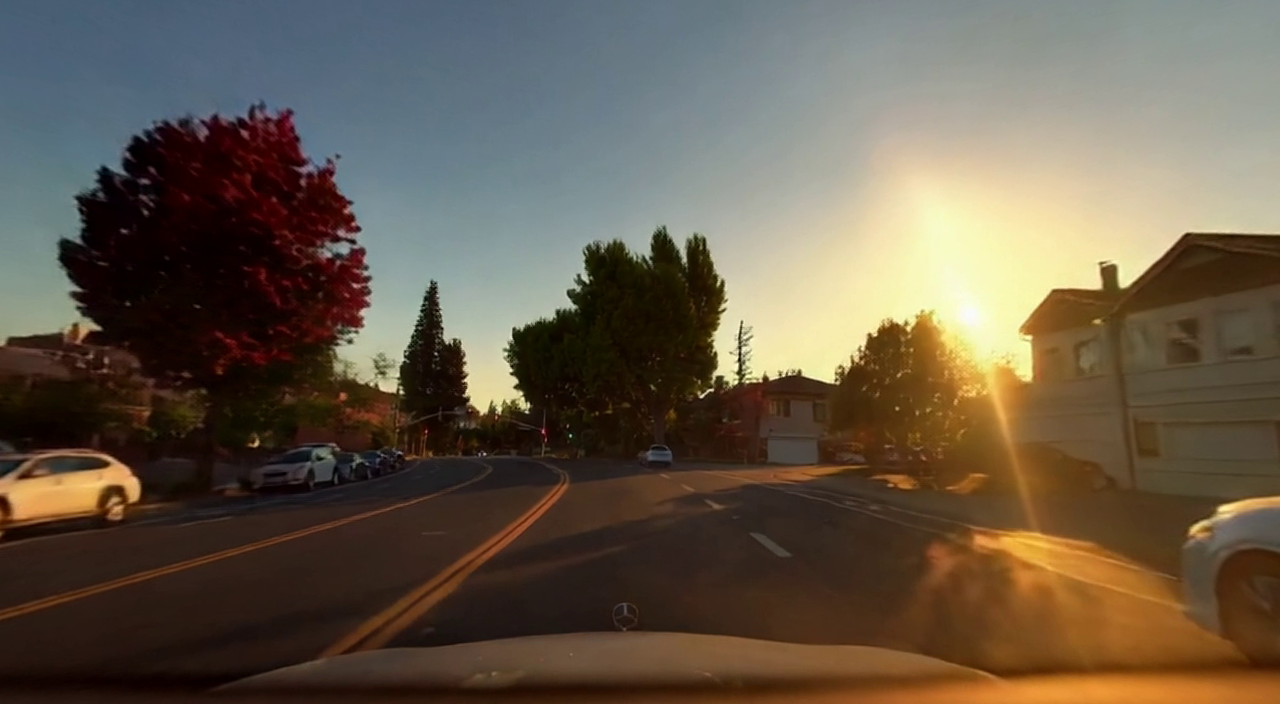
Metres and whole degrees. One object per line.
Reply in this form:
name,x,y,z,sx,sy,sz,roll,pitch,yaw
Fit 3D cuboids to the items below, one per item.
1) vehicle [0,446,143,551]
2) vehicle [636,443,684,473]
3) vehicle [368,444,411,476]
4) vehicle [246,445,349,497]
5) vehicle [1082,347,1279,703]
vehicle,-12.071,2.669,11.828,2.032,1.773,4.471,0,-8,-3
vehicle,1.077,6.154,36.961,1.951,1.620,4.582,1,-9,-9
vehicle,-16.663,7.166,42.309,1.993,1.801,5.201,-1,-8,-14
vehicle,-13.382,4.624,25.075,2.146,1.806,4.733,1,-9,-10
vehicle,3.948,0.692,1.465,2.081,1.828,5.138,0,-9,0
